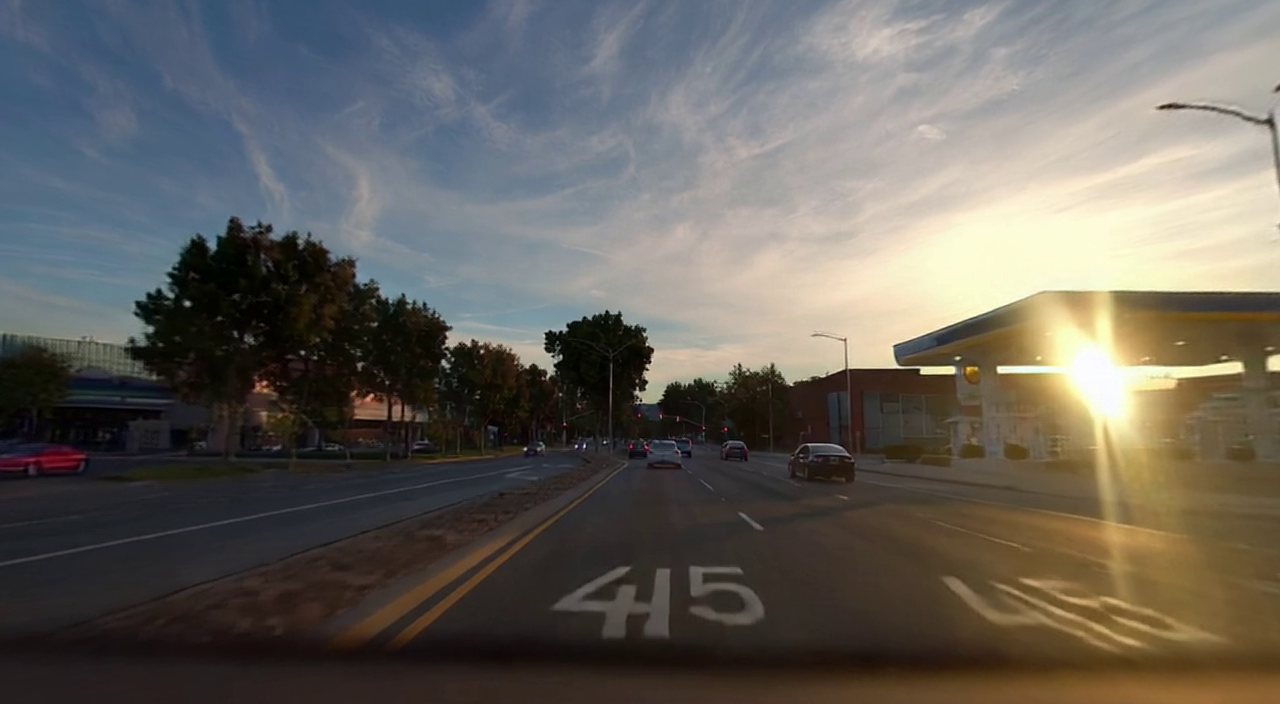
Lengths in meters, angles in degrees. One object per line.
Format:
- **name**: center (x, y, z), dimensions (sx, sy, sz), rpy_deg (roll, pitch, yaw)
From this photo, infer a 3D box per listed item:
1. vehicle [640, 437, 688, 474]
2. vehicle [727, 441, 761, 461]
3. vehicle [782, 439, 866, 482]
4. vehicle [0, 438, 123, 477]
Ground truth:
- **vehicle**: center (0.993, 4.523, 27.761), dimensions (1.971, 1.479, 4.493), rpy_deg (0, -8, 0)
- **vehicle**: center (7.953, 7.596, 48.361), dimensions (1.930, 1.479, 4.477), rpy_deg (0, -8, 0)
- **vehicle**: center (6.940, 4.115, 24.182), dimensions (1.918, 1.484, 4.456), rpy_deg (0, -8, 0)
- **vehicle**: center (-29.163, 5.203, 31.360), dimensions (2.011, 1.762, 5.267), rpy_deg (0, -8, 3)
